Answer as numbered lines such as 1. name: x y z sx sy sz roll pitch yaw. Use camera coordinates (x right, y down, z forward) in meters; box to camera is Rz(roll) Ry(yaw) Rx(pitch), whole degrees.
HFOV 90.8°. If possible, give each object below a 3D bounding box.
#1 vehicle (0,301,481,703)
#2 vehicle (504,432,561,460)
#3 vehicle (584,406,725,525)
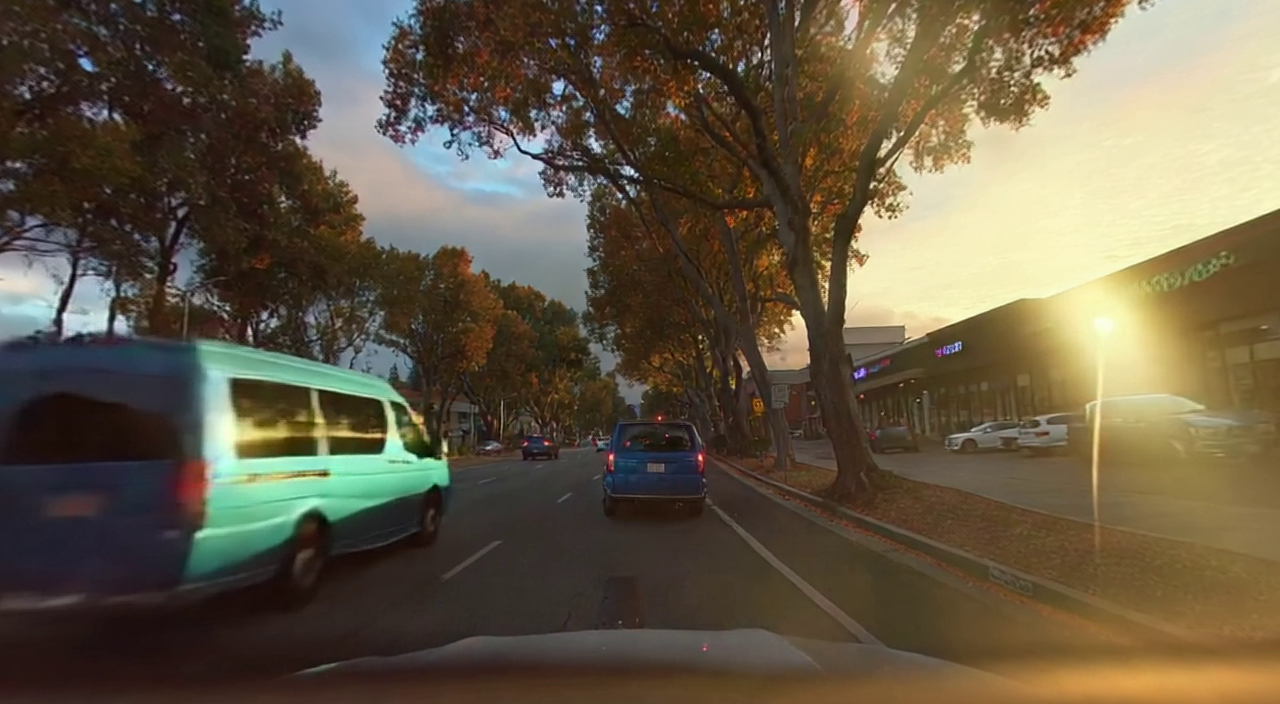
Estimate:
1. vehicle: -3.542 1.153 6.043 2.486 2.074 5.456 0 -8 2
2. vehicle: -7.146 6.309 42.485 2.243 1.783 4.600 -2 -8 11
3. vehicle: 0.294 2.071 11.961 2.173 1.830 4.189 0 -8 2
